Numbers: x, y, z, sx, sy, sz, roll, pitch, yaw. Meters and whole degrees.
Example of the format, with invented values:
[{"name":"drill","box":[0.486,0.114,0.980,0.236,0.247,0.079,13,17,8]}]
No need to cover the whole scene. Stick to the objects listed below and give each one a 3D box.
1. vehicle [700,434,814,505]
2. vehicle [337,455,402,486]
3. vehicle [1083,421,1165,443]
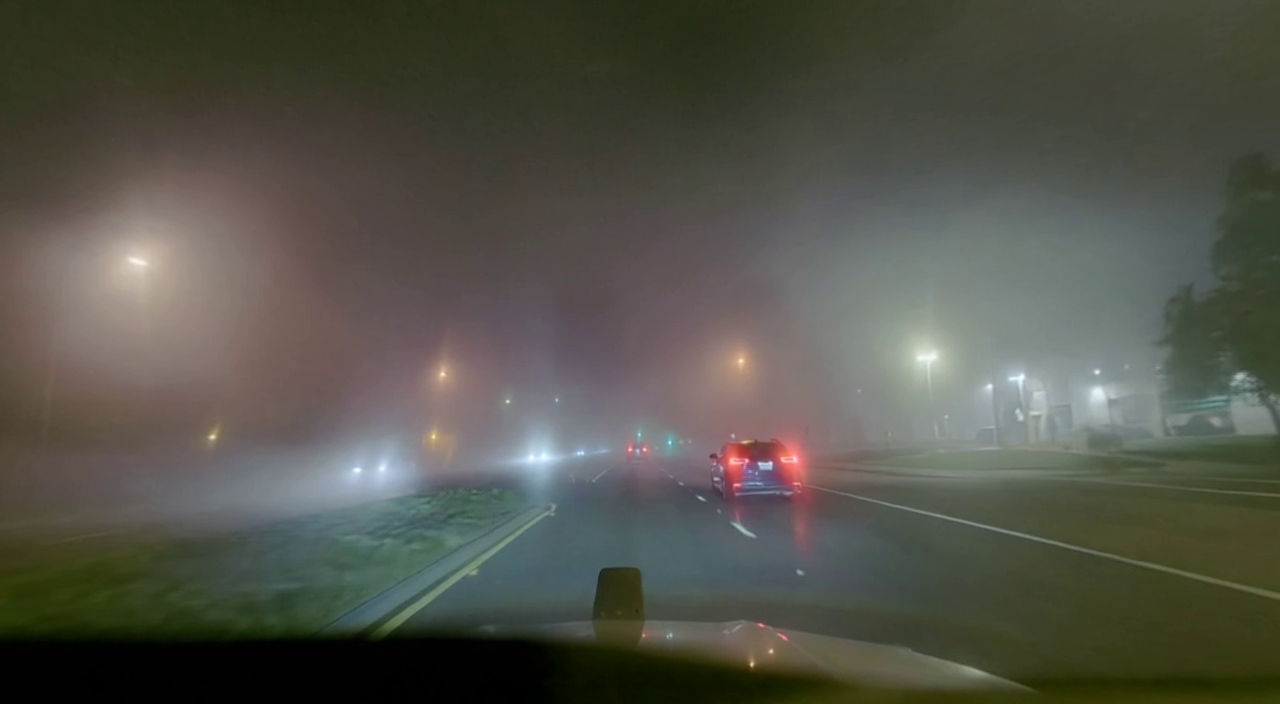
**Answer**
[{"name":"vehicle","box":[2.920,3.063,16.932,1.995,1.616,4.729,0,-9,-2]},{"name":"vehicle","box":[-16.230,7.101,38.121,1.913,1.658,4.465,0,-9,0]},{"name":"vehicle","box":[34.102,5.675,44.537,4.273,1.517,1.815,0,-9,-2]}]
